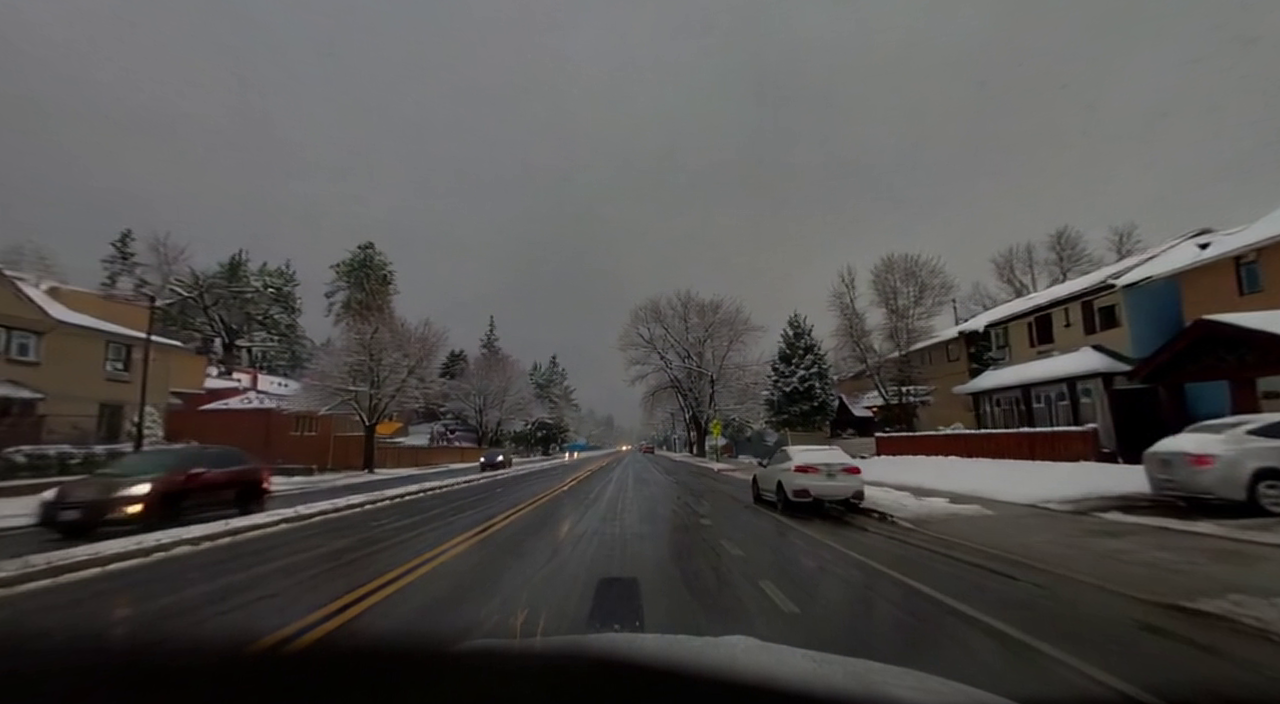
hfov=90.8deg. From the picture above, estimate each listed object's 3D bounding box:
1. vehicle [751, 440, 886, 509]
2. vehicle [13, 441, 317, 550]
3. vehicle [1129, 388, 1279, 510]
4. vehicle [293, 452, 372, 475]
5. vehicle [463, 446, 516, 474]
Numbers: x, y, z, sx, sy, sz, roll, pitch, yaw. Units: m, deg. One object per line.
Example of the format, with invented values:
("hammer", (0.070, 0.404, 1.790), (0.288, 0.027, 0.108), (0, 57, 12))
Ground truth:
("vehicle", (4.234, 2.960, 15.885), (2.011, 1.458, 4.633), (0, -8, 0))
("vehicle", (-8.242, 2.476, 11.728), (2.005, 1.589, 4.648), (0, -8, 0))
("vehicle", (10.874, 1.507, 10.025), (4.615, 1.705, 1.979), (0, -8, -4))
("vehicle", (-21.338, 7.747, 43.978), (4.551, 1.473, 1.855), (0, -8, -3))
("vehicle", (-8.637, 6.218, 36.650), (1.920, 1.516, 4.311), (0, -8, 1))
